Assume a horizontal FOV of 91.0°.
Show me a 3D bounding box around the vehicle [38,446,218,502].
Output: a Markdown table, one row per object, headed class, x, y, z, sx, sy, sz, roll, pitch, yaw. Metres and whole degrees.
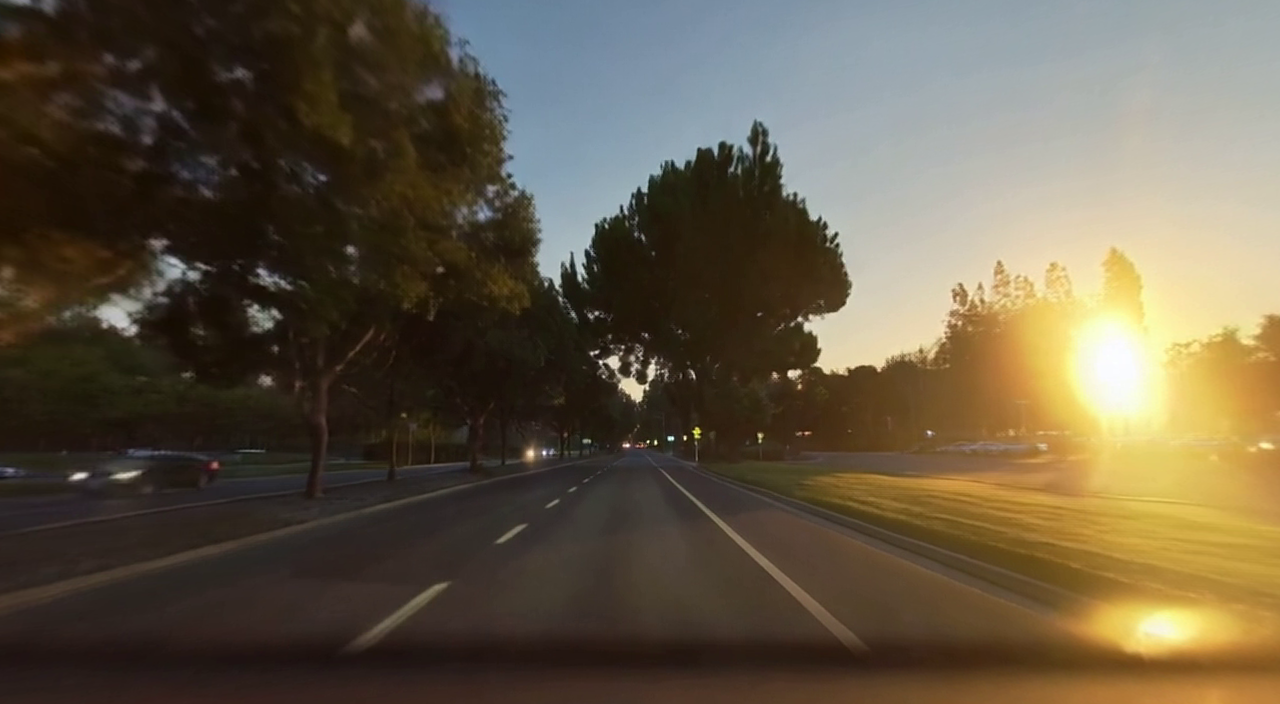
| class | x | y | z | sx | sy | sz | roll | pitch | yaw |
| --- | --- | --- | --- | --- | --- | --- | --- | --- | --- |
| vehicle | -15.627 | 3.693 | 19.608 | 1.862 | 1.507 | 4.424 | 0 | -8 | 0 |
